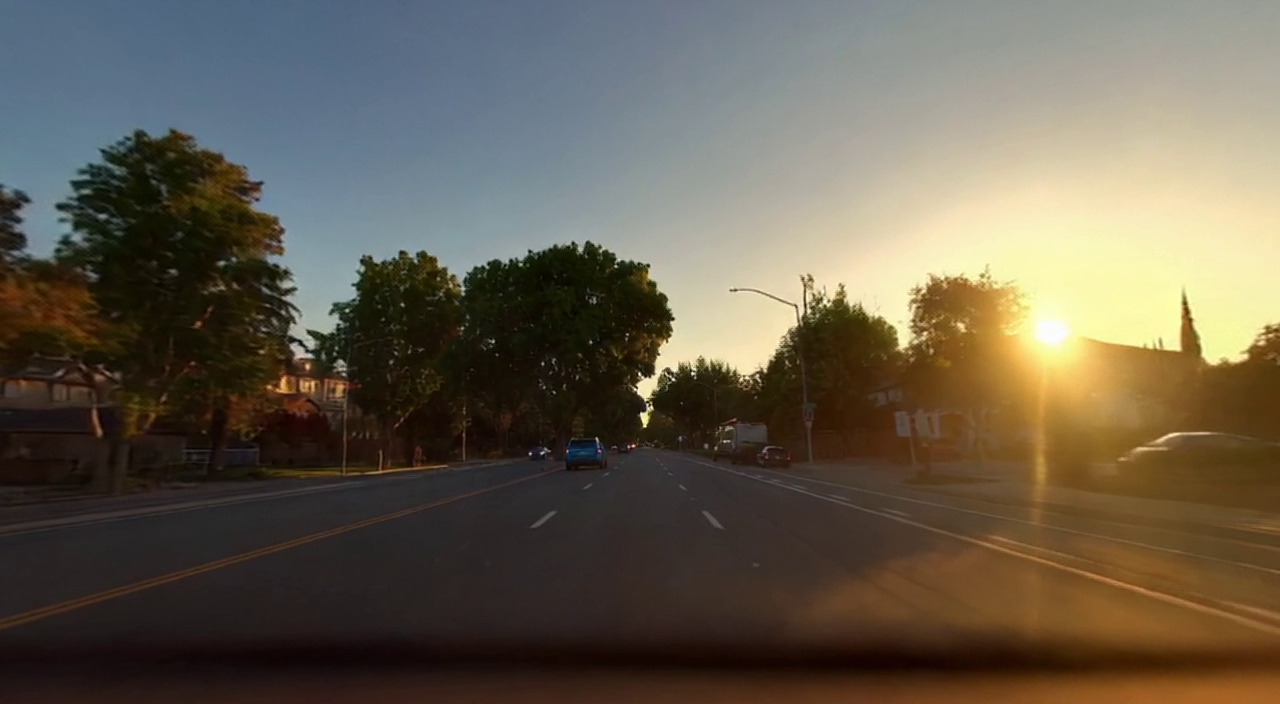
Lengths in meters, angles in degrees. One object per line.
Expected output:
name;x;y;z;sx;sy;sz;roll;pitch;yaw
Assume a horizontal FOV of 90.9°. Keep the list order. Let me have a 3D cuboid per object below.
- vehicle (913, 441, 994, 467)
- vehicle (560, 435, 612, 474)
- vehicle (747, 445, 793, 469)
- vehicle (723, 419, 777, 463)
vehicle;19.812;6.447;40.034;1.864;1.523;4.176;5;-10;-29
vehicle;-2.682;5.233;32.469;2.179;1.851;4.756;0;-8;1
vehicle;8.257;6.724;40.520;1.976;1.445;4.909;0;-8;0
vehicle;8.299;6.866;48.424;3.101;3.161;6.513;0;-8;1
